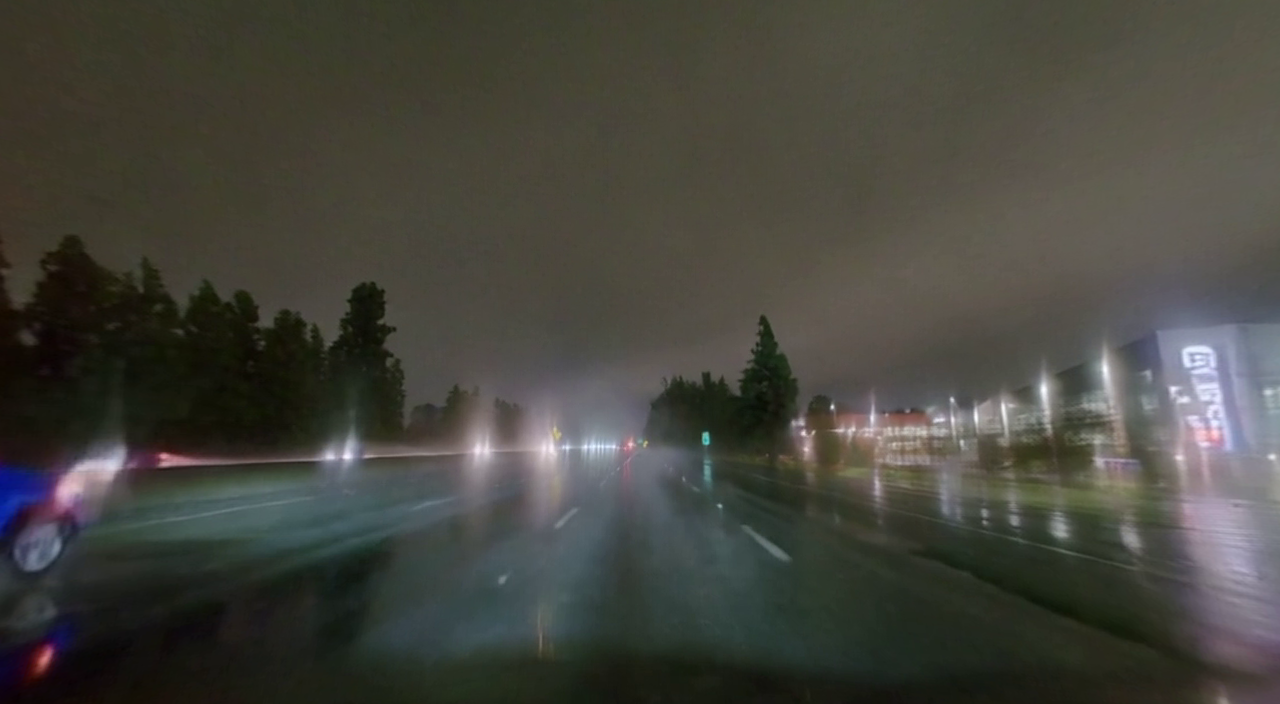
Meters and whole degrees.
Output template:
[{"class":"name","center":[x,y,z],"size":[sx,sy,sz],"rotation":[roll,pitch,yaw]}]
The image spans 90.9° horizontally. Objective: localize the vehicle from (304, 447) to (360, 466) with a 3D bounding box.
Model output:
[{"class":"vehicle","center":[-23.836,8.105,49.016],"size":[2.044,1.299,4.440],"rotation":[-1,-8,1]}]

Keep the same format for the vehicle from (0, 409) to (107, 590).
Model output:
[{"class":"vehicle","center":[-7.191,1.235,4.787],"size":[2.148,1.709,4.678],"rotation":[0,-8,0]}]
